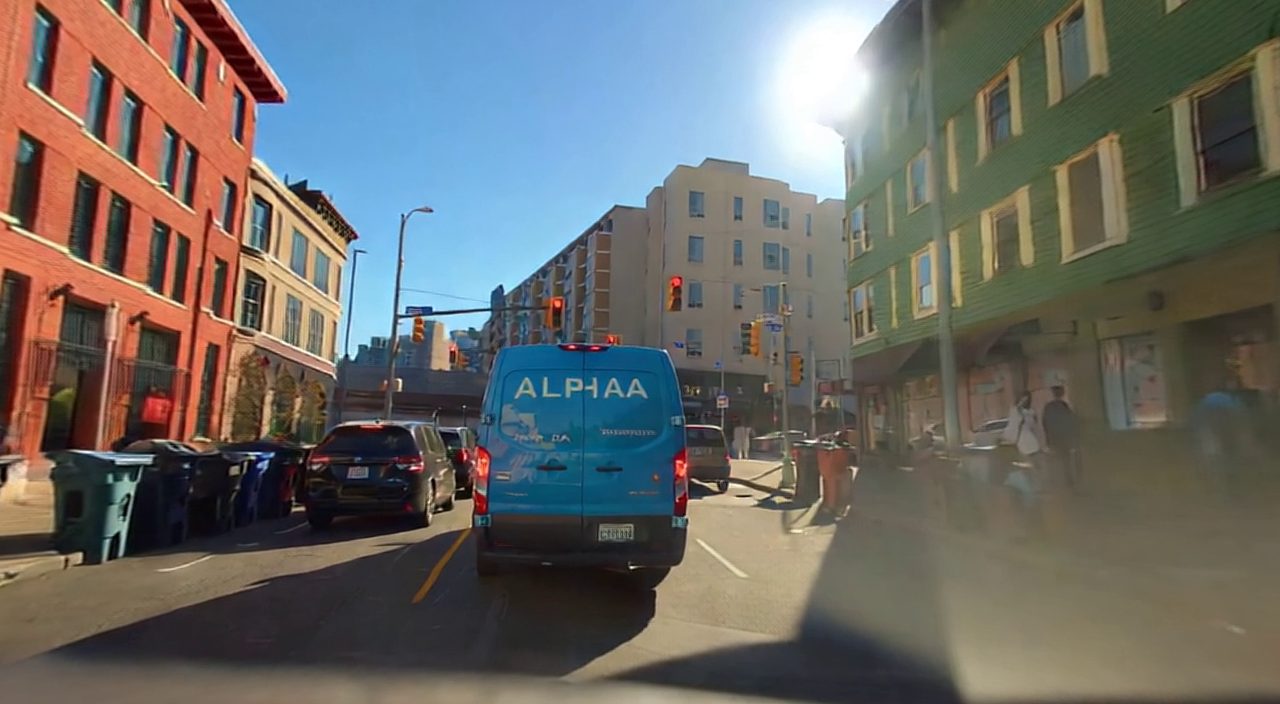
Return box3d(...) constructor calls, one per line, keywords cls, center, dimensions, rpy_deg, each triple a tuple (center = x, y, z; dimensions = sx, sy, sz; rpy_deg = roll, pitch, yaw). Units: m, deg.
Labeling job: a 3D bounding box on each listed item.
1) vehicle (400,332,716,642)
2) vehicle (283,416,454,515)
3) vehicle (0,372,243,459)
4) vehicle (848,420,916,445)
box3d(cls="vehicle", center=(-0.718, 1.114, 6.147), dimensions=(1.951, 1.907, 4.266), rpy_deg=(1, -8, -6))
box3d(cls="vehicle", center=(-4.569, 1.927, 11.193), dimensions=(1.841, 1.461, 3.426), rpy_deg=(1, -8, -7))
box3d(cls="vehicle", center=(-21.017, 2.573, 25.098), dimensions=(8.088, 3.213, 2.801), rpy_deg=(1, -8, -10))
box3d(cls="vehicle", center=(14.183, 4.708, 36.952), dimensions=(3.381, 1.391, 1.529), rpy_deg=(1, -8, -10))
